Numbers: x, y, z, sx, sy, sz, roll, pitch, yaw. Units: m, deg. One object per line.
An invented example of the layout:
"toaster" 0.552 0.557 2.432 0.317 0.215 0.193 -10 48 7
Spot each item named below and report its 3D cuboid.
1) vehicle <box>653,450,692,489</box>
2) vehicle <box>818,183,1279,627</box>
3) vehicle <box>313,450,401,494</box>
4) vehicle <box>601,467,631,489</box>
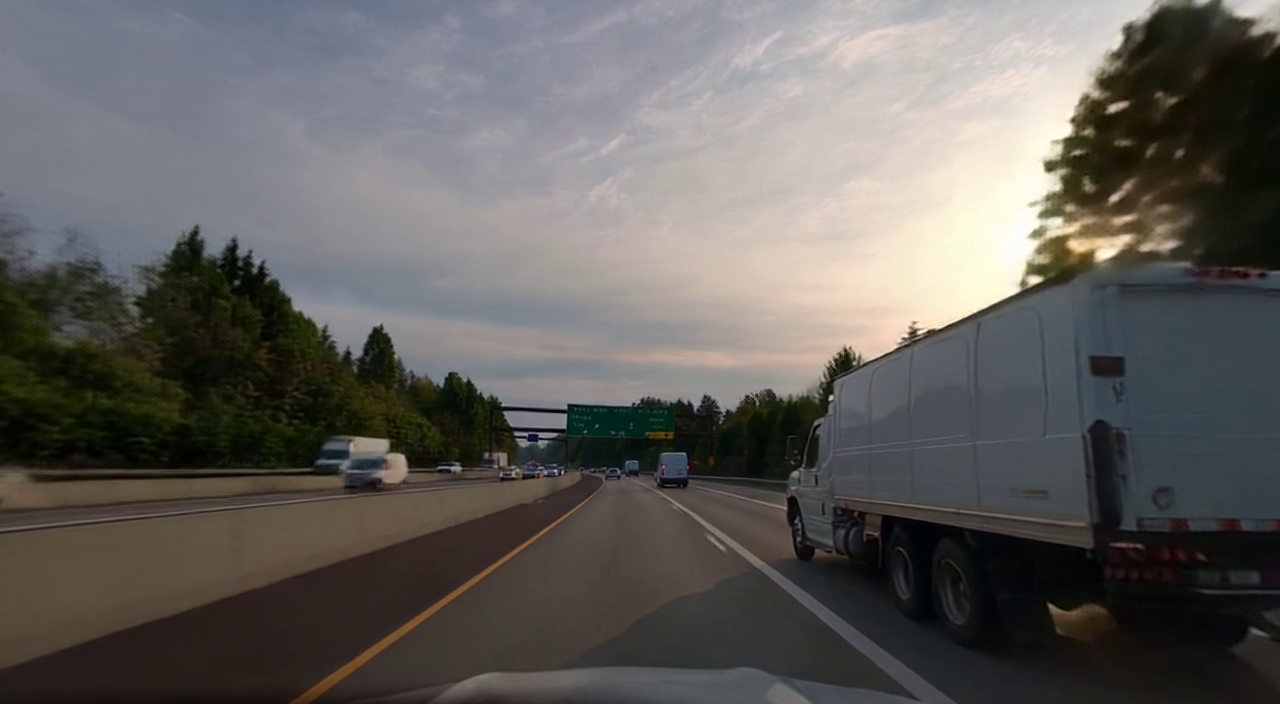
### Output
"vehicle" 2.365 8.718 46.722 2.291 2.639 5.280 1 -10 -3
"vehicle" 7.198 1.708 12.698 2.866 4.102 14.351 1 -10 -1
"vehicle" -14.441 6.193 32.511 2.166 2.013 5.189 1 -10 -1
"vehicle" -1.752 9.246 46.201 2.106 1.524 4.381 1 -10 -2
